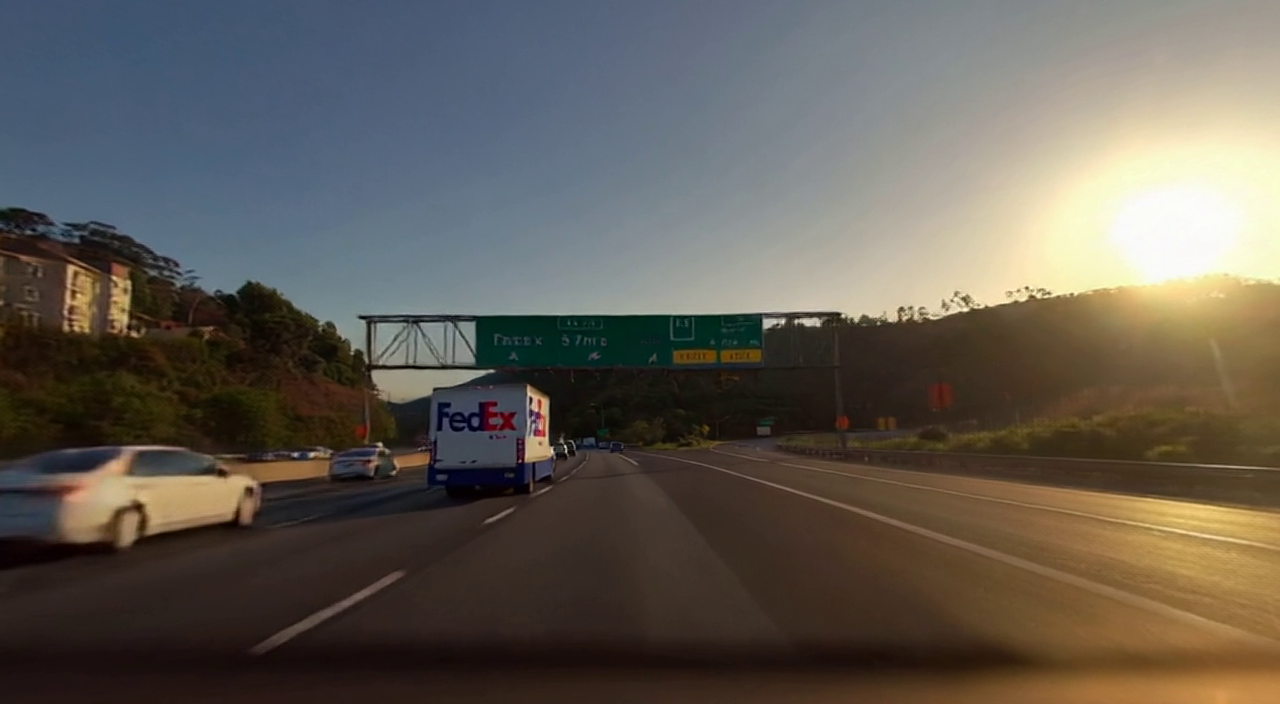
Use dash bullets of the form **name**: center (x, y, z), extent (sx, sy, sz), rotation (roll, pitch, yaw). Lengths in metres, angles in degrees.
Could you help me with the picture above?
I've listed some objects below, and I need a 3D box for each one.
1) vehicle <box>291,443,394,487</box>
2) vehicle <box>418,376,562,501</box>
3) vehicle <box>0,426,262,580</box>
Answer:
- **vehicle**: center (-11.942, 4.523, 25.763), extent (1.981, 1.607, 4.703), rotation (0, -8, -1)
- **vehicle**: center (-4.365, 2.786, 20.236), extent (2.798, 3.212, 7.573), rotation (0, -8, -1)
- **vehicle**: center (-7.926, 1.953, 9.050), extent (2.143, 1.628, 4.559), rotation (0, -8, 0)
